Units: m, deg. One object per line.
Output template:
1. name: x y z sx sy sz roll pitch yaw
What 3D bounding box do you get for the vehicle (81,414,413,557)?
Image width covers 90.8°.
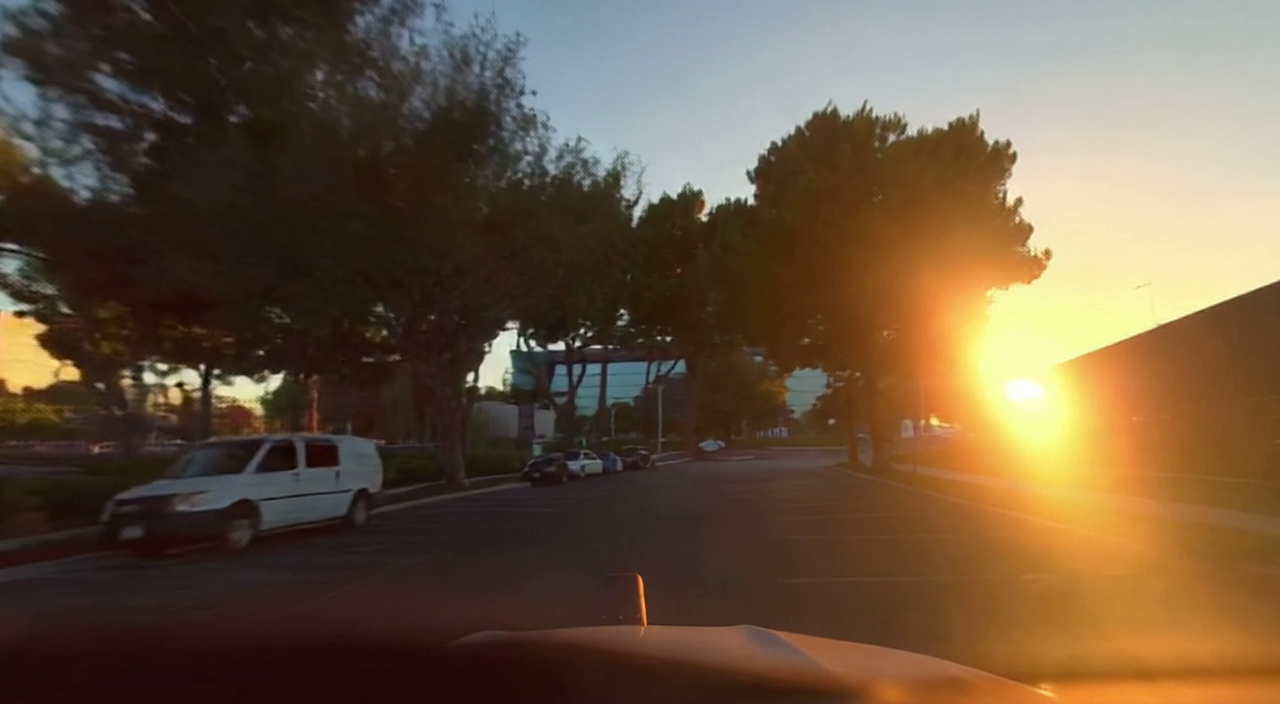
1. vehicle: -7.262 2.495 12.766 2.433 2.193 5.547 -2 -9 11

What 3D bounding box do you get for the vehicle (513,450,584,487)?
1. vehicle: -4.038 5.221 28.530 1.938 1.191 3.630 -8 -8 11

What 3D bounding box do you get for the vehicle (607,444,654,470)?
1. vehicle: -0.581 7.392 44.862 2.360 1.741 4.912 -2 -9 11

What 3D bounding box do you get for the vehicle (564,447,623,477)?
1. vehicle: -2.474 5.969 34.576 2.038 1.525 4.383 -2 -9 12
